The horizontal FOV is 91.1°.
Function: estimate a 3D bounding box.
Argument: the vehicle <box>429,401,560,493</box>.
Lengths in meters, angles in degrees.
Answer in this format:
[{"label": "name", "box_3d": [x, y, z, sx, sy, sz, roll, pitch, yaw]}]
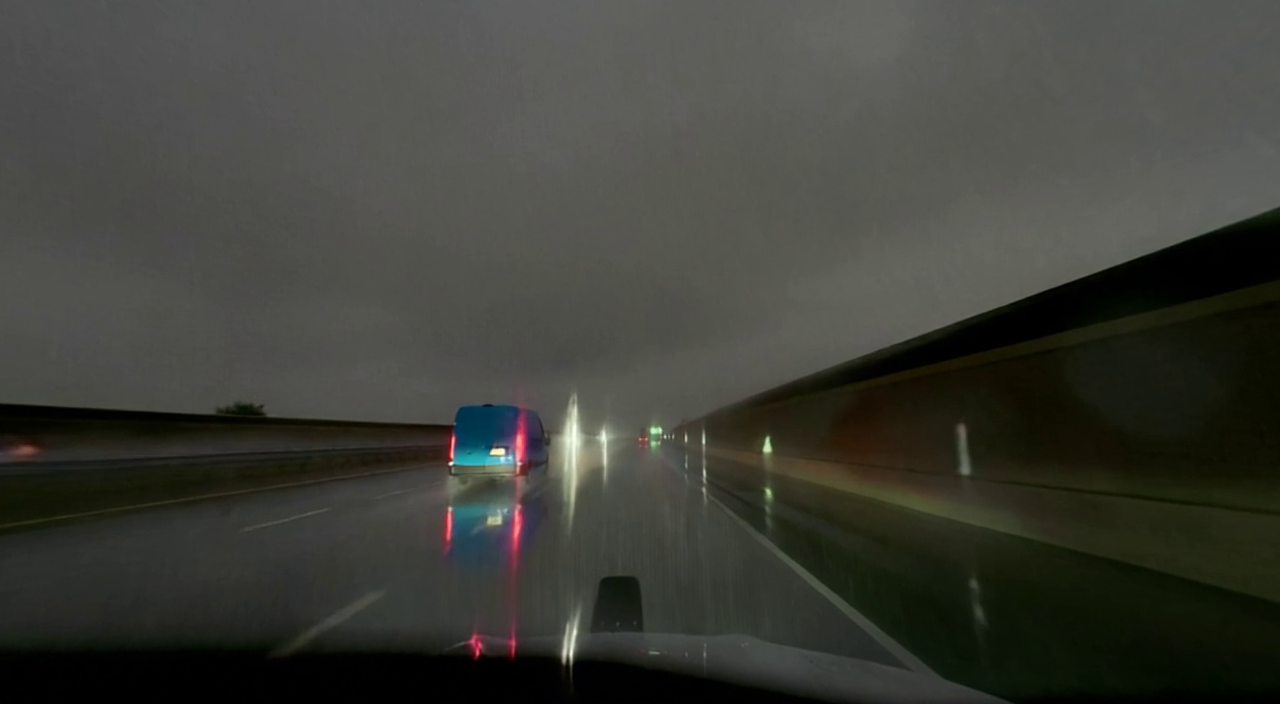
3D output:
[{"label": "vehicle", "box_3d": [-3.595, 2.461, 16.649, 2.309, 2.053, 4.884, 0, -8, 0]}]
